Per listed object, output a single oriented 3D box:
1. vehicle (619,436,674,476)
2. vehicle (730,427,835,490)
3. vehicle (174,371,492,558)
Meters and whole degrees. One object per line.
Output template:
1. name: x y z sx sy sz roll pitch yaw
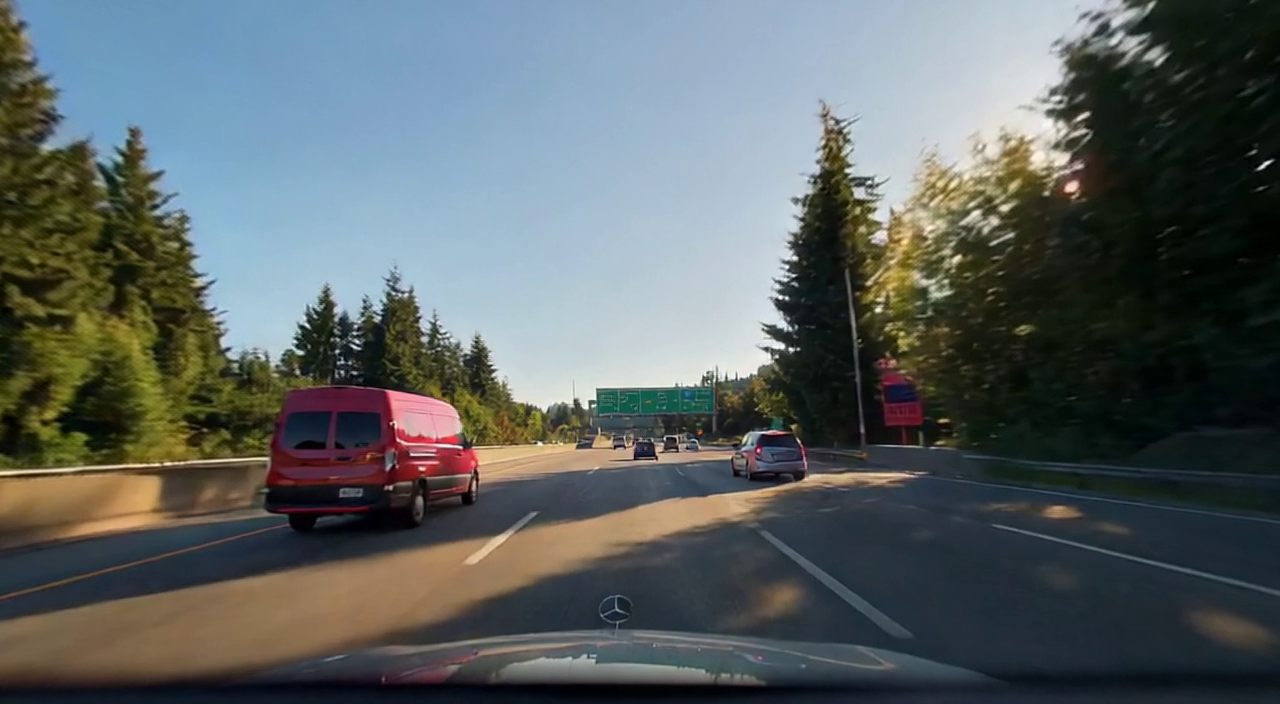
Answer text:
1. vehicle: 0.244 4.120 25.355 2.020 1.464 3.803 0 -8 0
2. vehicle: 4.067 3.113 18.883 1.996 1.638 4.496 0 -8 -1
3. vehicle: -3.982 1.574 9.551 2.275 2.053 5.082 0 -8 -1
